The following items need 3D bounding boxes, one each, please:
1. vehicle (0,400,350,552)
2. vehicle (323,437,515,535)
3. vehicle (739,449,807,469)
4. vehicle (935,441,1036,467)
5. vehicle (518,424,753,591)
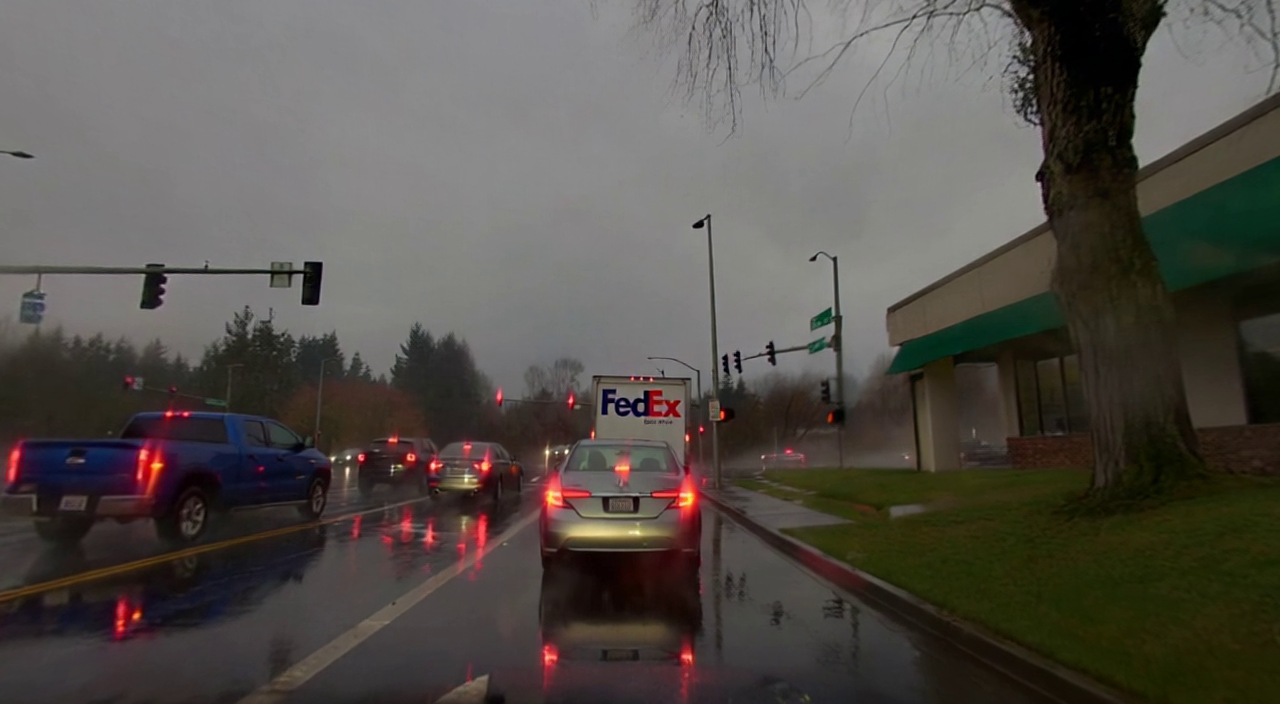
[{"bbox_3d":[-7.283,1.979,10.743,2.125,1.893,5.498,0,-9,-2],"label":"vehicle"},{"bbox_3d":[-3.863,2.395,11.937,1.949,1.487,4.390,0,-9,1],"label":"vehicle"},{"bbox_3d":[10.283,8.286,48.658,4.841,1.494,1.829,1,-9,-5],"label":"vehicle"},{"bbox_3d":[20.222,5.989,36.873,4.794,1.481,1.968,0,-8,-3],"label":"vehicle"},{"bbox_3d":[-0.043,1.747,7.950,2.145,1.513,4.269,0,-9,0],"label":"vehicle"}]
